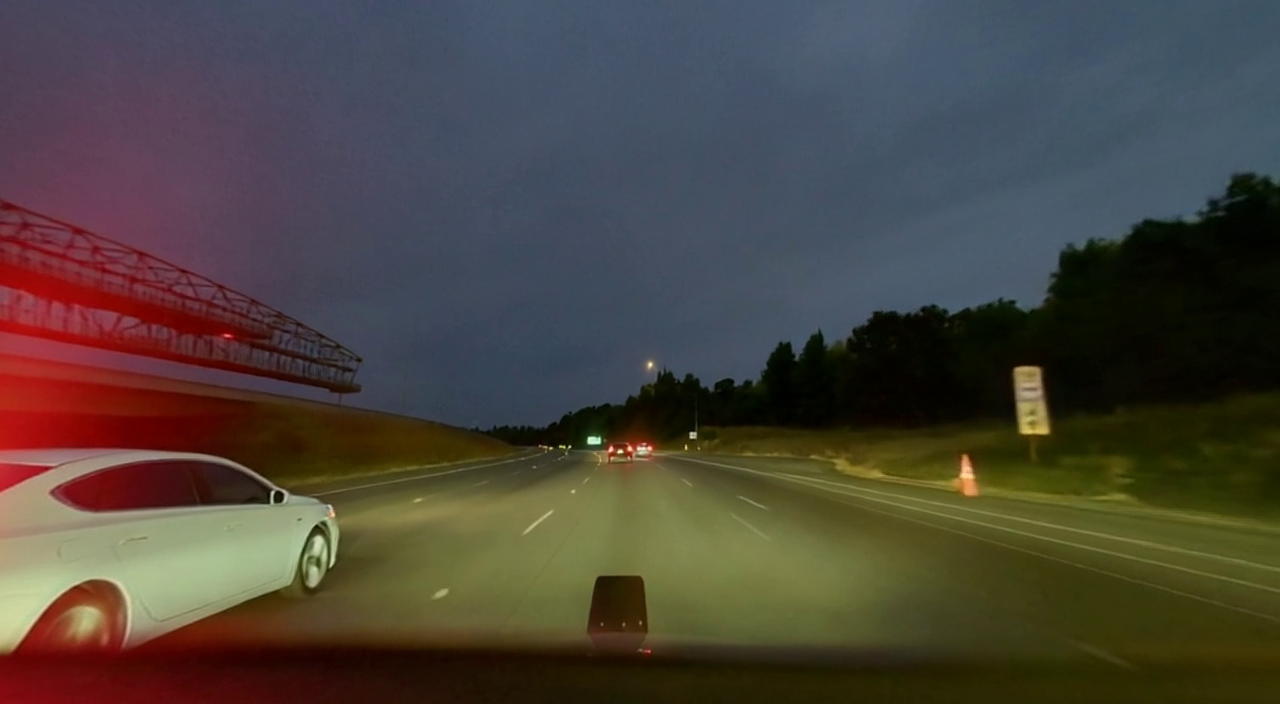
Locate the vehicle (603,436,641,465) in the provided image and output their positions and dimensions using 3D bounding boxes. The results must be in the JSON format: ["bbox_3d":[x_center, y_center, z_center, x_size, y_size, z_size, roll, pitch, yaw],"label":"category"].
[{"bbox_3d":[-1.247,6.480,41.742,2.328,1.805,4.502,0,-8,-4],"label":"vehicle"}]
